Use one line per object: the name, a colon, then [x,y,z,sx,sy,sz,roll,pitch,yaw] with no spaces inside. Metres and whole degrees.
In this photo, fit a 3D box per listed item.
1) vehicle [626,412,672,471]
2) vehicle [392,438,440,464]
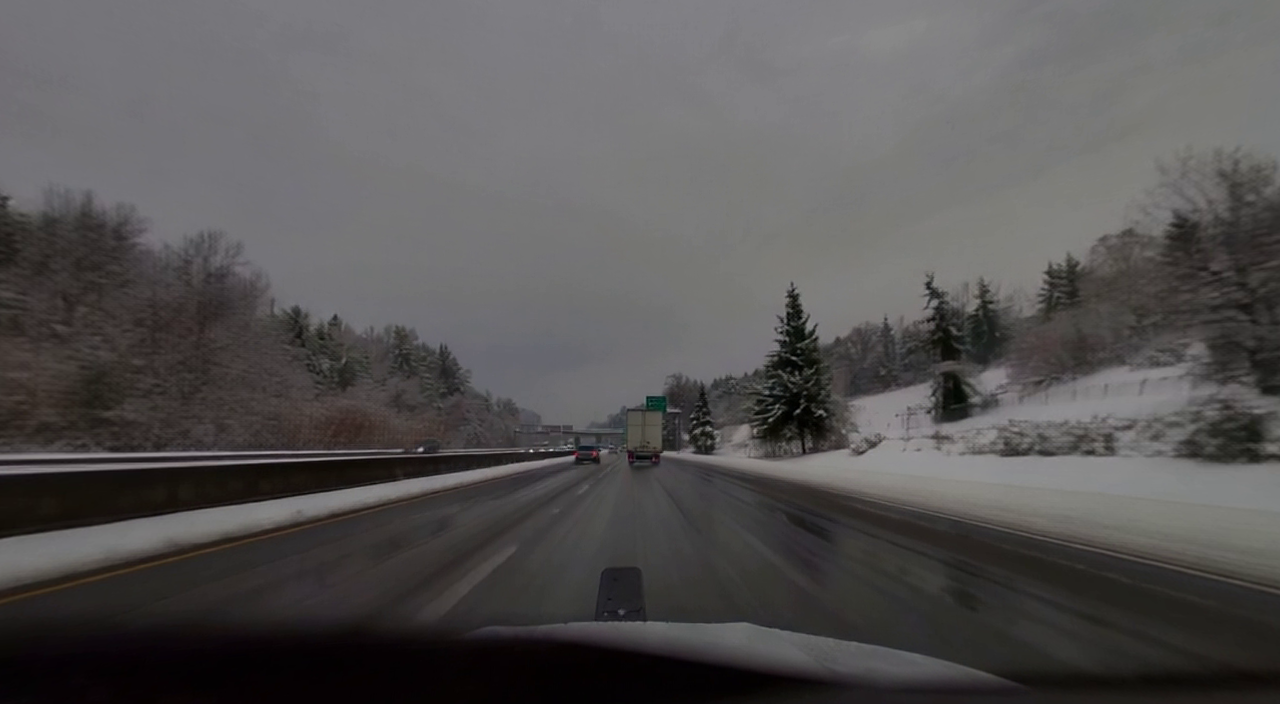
vehicle: [0.473,6.288,43.841,2.893,3.628,9.081,0,-9,-1]
vehicle: [-17.055,7.577,48.255,2.073,1.817,4.402,0,-9,0]
